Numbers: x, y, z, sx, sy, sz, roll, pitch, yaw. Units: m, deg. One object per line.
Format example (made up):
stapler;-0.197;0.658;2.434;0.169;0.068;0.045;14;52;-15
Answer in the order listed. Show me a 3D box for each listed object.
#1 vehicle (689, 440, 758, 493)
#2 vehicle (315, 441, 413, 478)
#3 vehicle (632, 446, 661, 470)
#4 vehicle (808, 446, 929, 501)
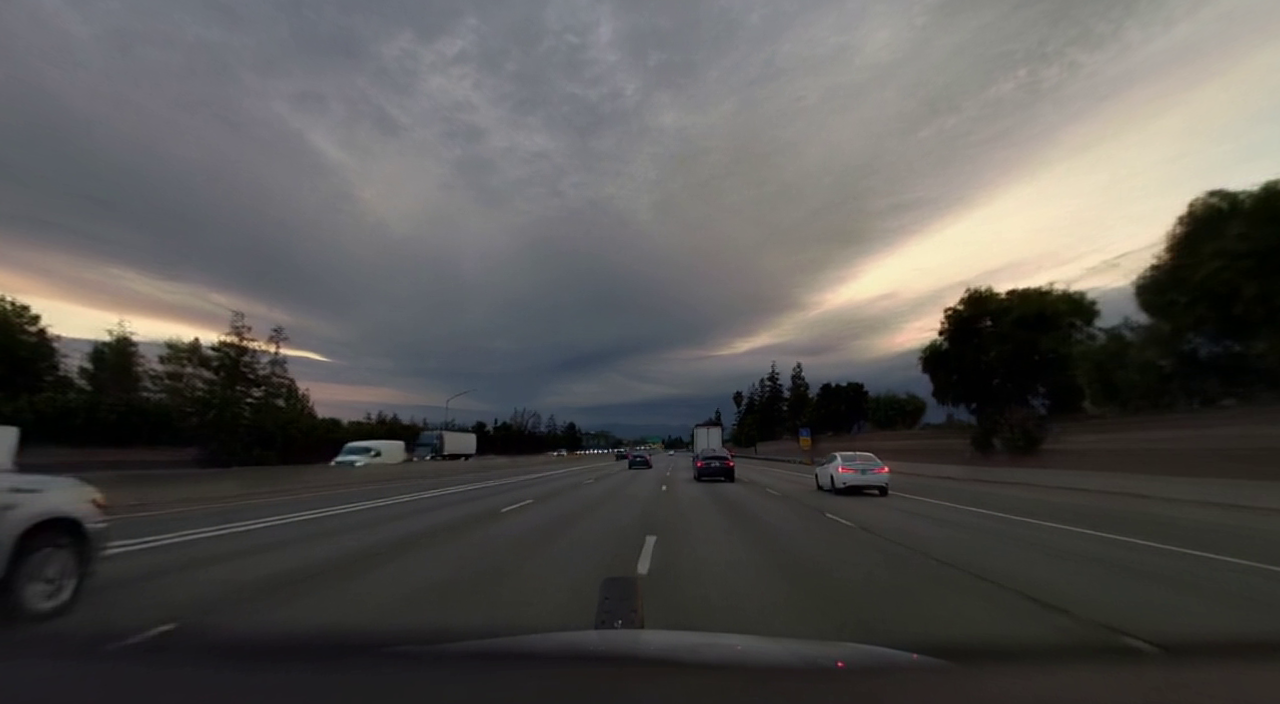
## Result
vehicle;2.926;4.120;23.166;2.103;1.717;4.399;0;-9;2
vehicle;-14.686;5.753;34.098;2.514;1.812;5.524;-1;-9;4
vehicle;0.538;8.051;48.143;1.988;1.696;4.754;-1;-9;4
vehicle;6.831;3.653;19.559;2.146;1.482;4.665;0;-9;2
